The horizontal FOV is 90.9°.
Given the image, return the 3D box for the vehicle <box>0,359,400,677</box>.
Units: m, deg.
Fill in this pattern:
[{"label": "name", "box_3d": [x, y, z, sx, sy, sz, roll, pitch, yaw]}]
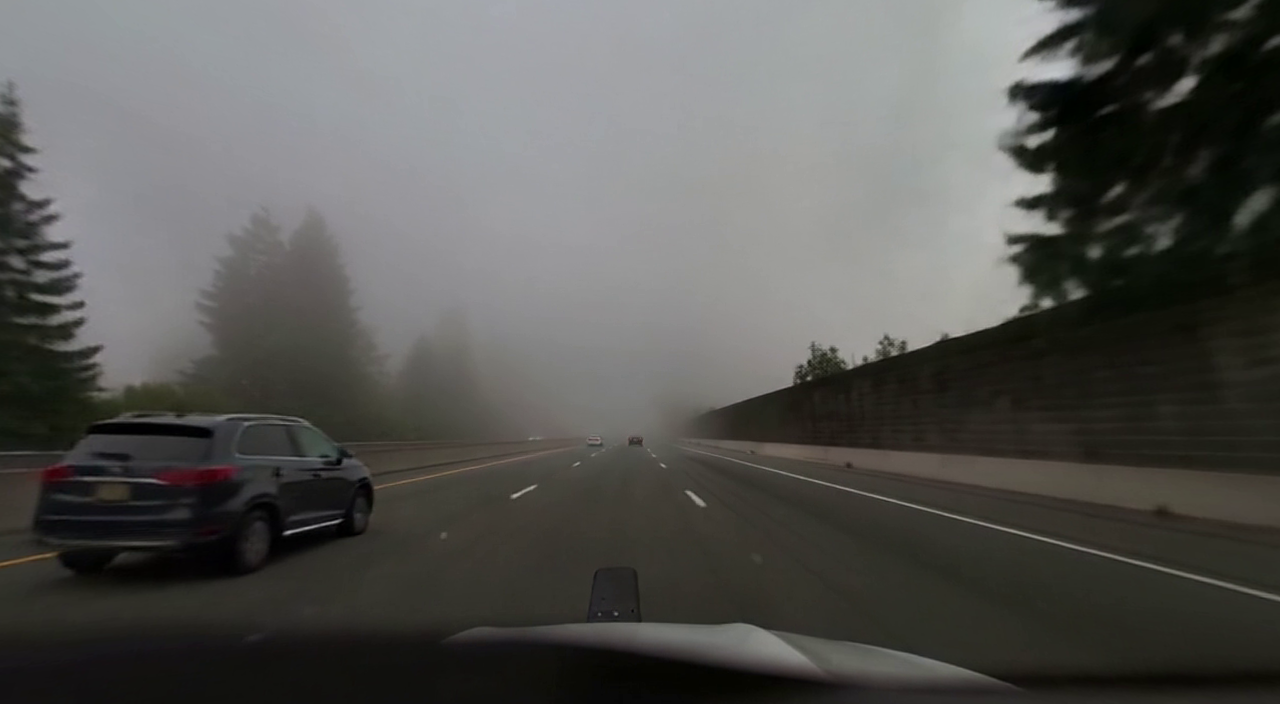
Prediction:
[{"label": "vehicle", "box_3d": [-4.258, 1.202, 5.794, 2.306, 1.730, 4.606, 0, -7, 0]}]
